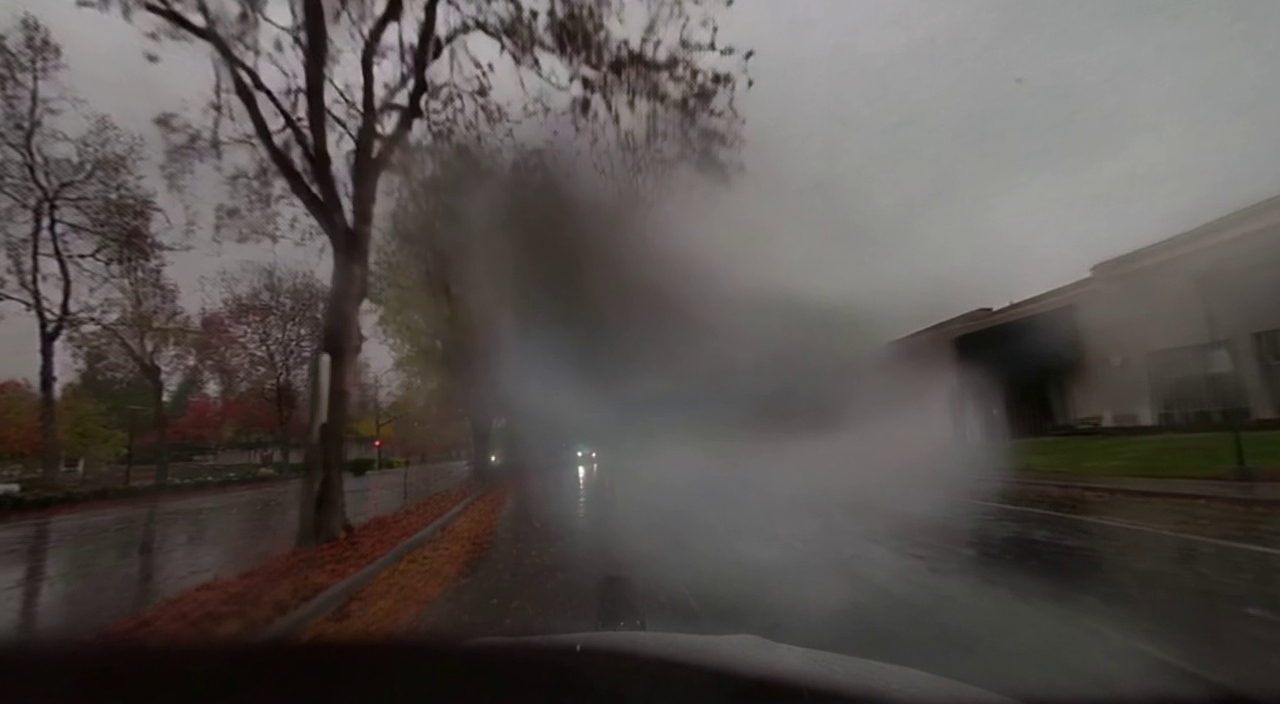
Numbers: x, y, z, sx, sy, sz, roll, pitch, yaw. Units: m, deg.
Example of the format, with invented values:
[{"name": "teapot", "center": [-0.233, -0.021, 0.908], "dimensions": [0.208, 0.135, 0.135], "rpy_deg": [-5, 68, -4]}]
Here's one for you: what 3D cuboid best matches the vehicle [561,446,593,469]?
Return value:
[{"name": "vehicle", "center": [-4.237, 7.160, 42.976], "dimensions": [2.018, 1.512, 4.304], "rpy_deg": [1, -9, -4]}]
